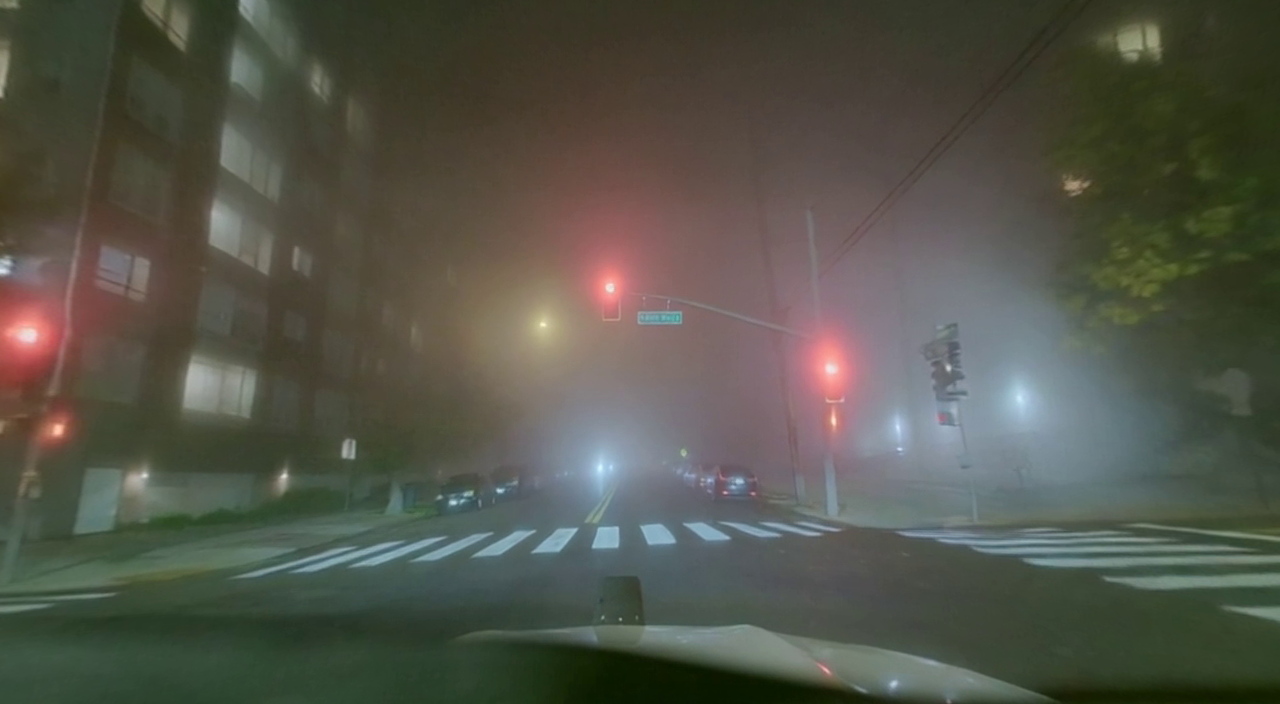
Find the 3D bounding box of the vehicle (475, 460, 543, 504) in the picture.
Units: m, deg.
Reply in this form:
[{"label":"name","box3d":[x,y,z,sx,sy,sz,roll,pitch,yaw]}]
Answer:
[{"label":"vehicle","box3d":[-6.396,6.384,31.357,2.175,1.849,4.725,-4,-10,2]}]

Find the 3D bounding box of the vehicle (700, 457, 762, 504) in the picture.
[{"label":"vehicle","box3d":[3.640,5.237,26.159,1.924,1.657,4.665,1,-9,0]}]

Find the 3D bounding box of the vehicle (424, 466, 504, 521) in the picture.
[{"label":"vehicle","box3d":[-6.648,5.349,24.350,1.763,1.612,4.462,-7,-9,-2]}]
